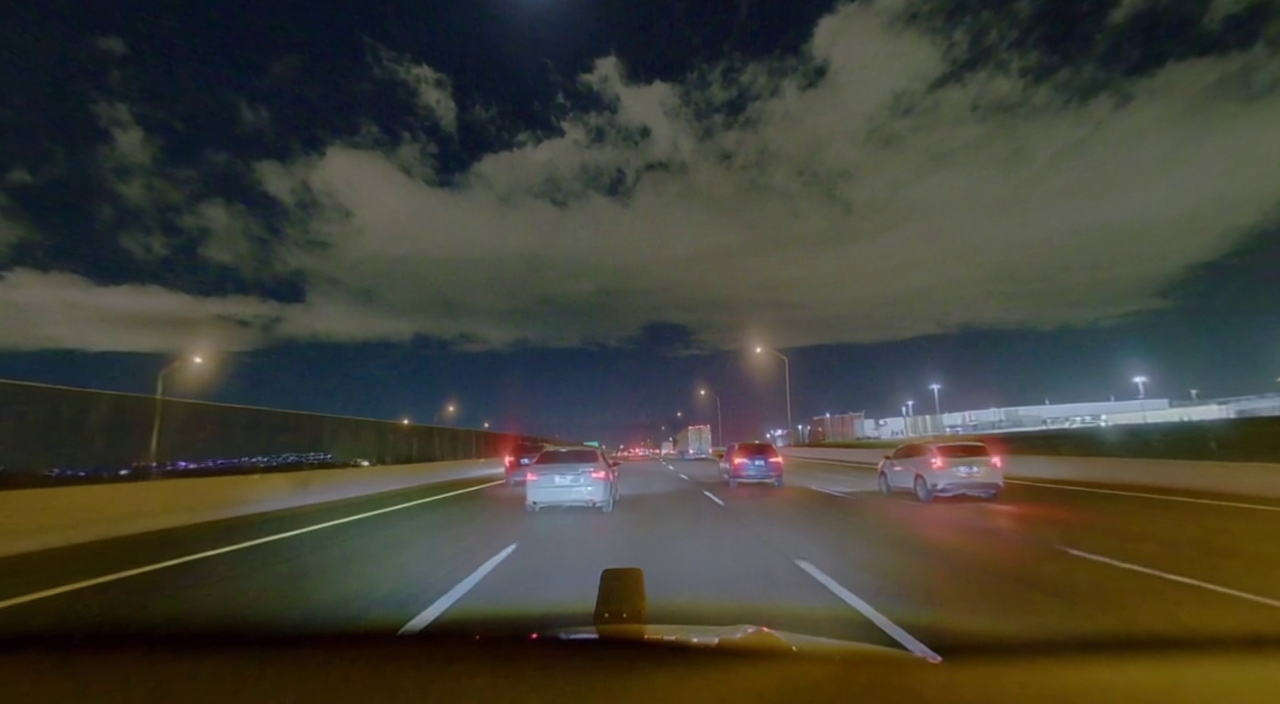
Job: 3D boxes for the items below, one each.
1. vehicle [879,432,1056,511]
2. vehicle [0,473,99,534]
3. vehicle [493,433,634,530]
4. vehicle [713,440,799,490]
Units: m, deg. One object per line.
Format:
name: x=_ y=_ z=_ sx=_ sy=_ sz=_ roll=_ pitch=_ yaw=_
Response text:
vehicle: x=7.169 y=2.631 z=14.367 sx=1.860 sy=1.520 sz=3.961 roll=0 pitch=-8 yaw=-1
vehicle: x=-34.865 y=8.559 z=36.137 sx=2.328 sy=2.809 sz=6.655 roll=1 pitch=-8 yaw=-7
vehicle: x=-1.272 y=2.459 z=12.739 sx=2.067 sy=1.555 sz=4.851 roll=-1 pitch=-8 yaw=2
vehicle: x=3.711 y=3.670 z=20.984 sx=1.942 sy=1.453 sz=4.329 roll=0 pitch=-8 yaw=-1
